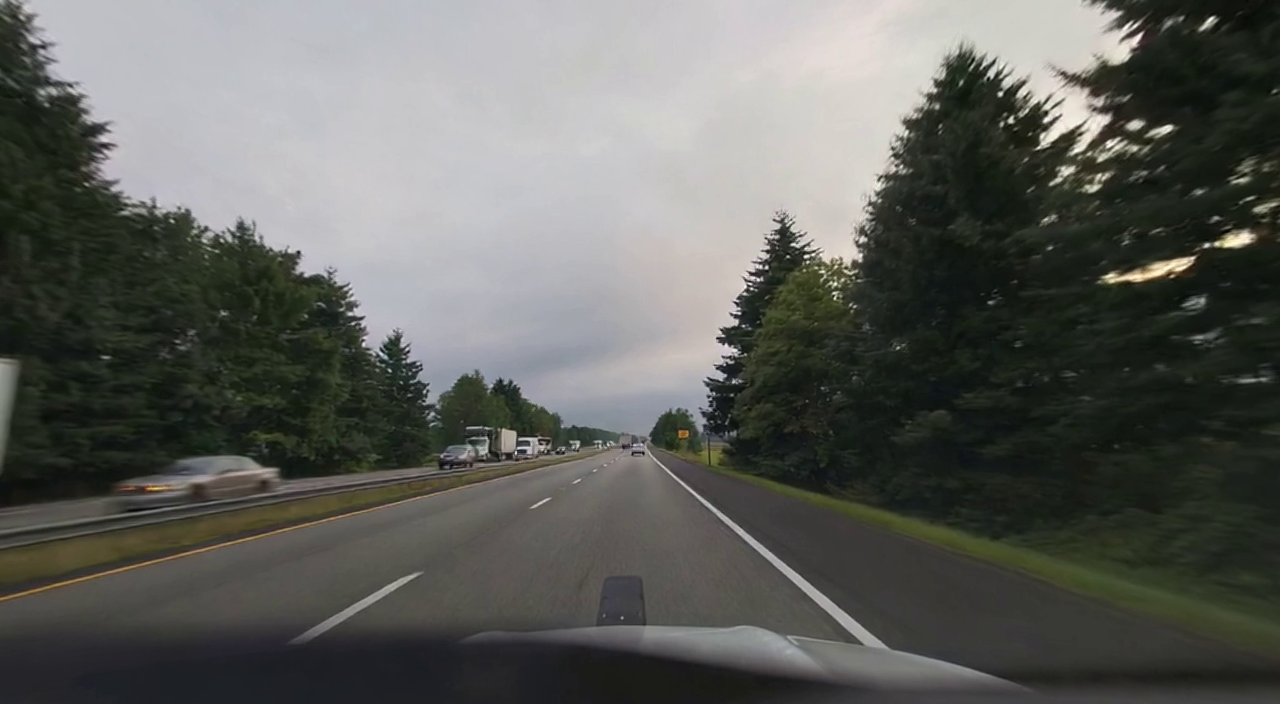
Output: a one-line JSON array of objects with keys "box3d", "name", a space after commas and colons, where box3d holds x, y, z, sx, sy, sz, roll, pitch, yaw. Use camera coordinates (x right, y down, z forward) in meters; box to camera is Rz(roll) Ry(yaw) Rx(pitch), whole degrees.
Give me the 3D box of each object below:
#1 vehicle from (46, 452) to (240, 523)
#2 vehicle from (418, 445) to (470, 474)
[{"box3d": [-12.110, 3.265, 15.751, 1.762, 1.521, 3.738, 0, -9, 0], "name": "vehicle"}, {"box3d": [-12.388, 6.834, 40.142, 1.904, 1.704, 4.258, 0, -9, 1], "name": "vehicle"}]
